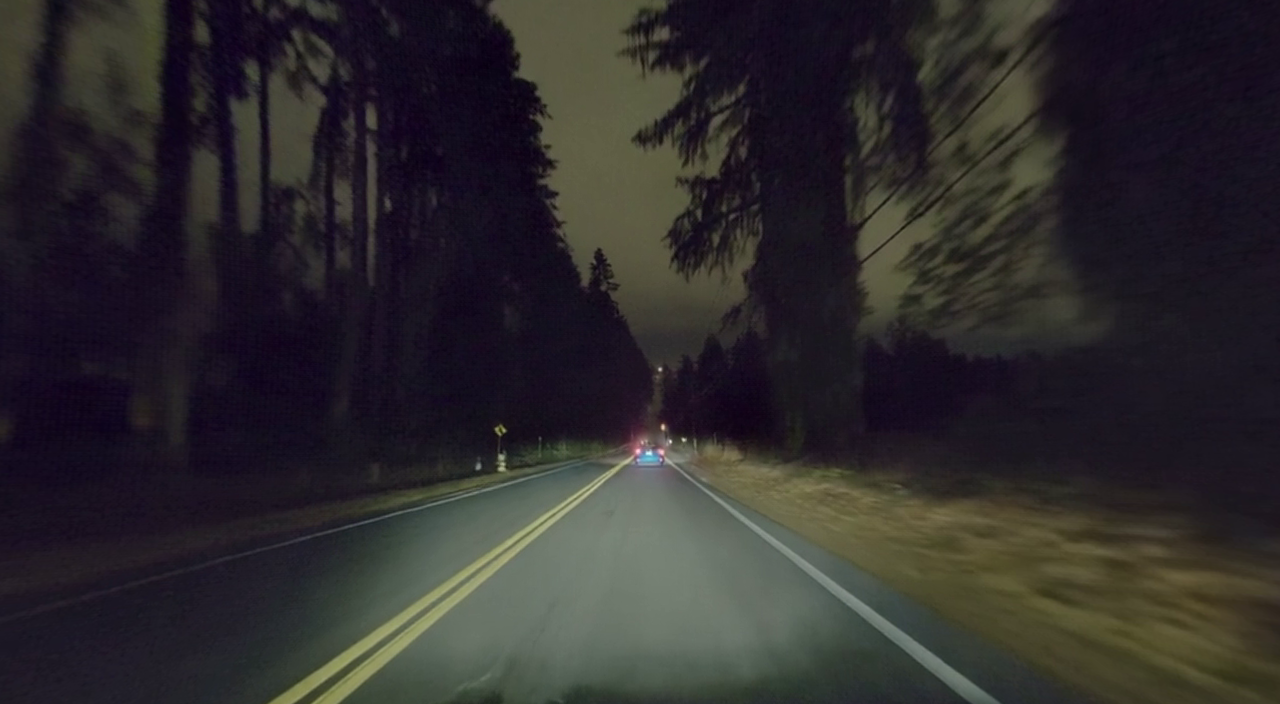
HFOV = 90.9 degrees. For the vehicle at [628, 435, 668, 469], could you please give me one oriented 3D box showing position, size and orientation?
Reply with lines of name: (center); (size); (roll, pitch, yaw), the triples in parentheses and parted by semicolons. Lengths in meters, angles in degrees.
vehicle: (0.511, 6.570, 41.651); (2.468, 2.056, 4.422); (0, -8, 0)
